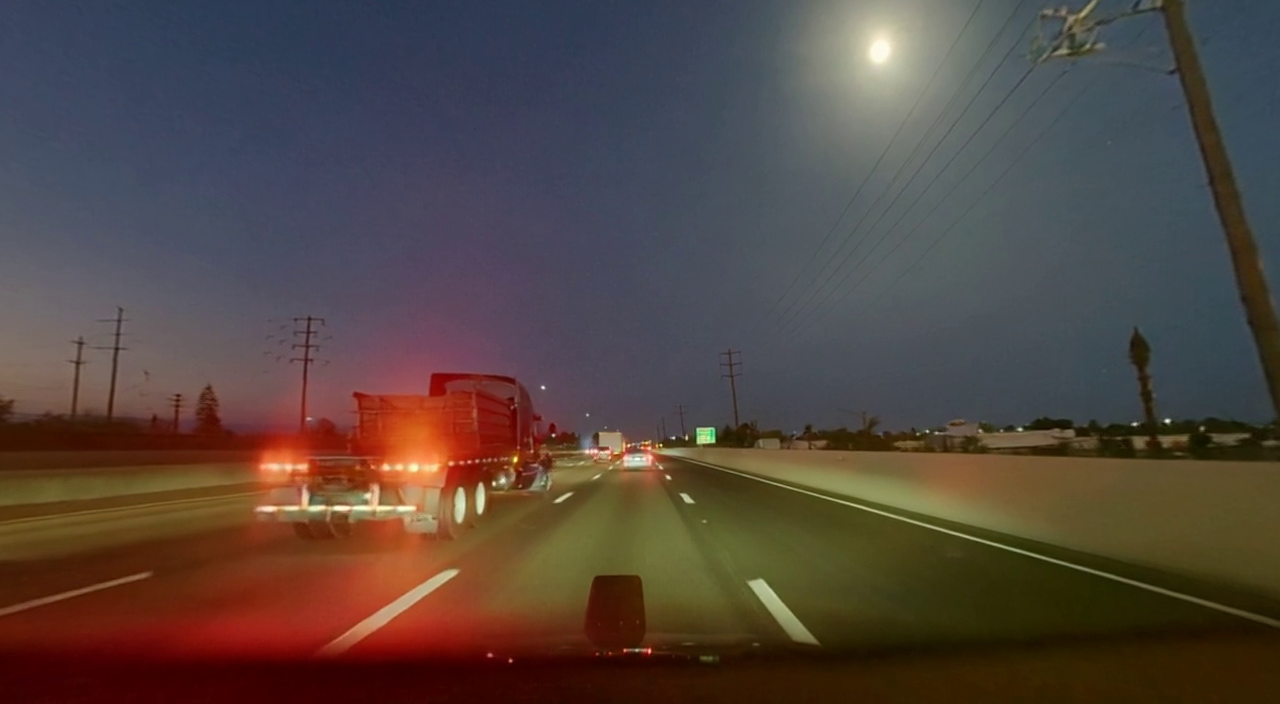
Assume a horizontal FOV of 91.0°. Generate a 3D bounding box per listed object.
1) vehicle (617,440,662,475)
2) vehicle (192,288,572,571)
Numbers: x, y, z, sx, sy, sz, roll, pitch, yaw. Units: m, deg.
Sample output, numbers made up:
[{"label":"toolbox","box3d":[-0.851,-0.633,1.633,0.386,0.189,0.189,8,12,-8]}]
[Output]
[{"label":"vehicle","box3d":[-0.015,5.350,32.143,2.178,1.640,4.071,0,-9,0]},{"label":"vehicle","box3d":[-3.429,1.533,11.818,3.023,3.246,9.102,-1,-9,2]}]
